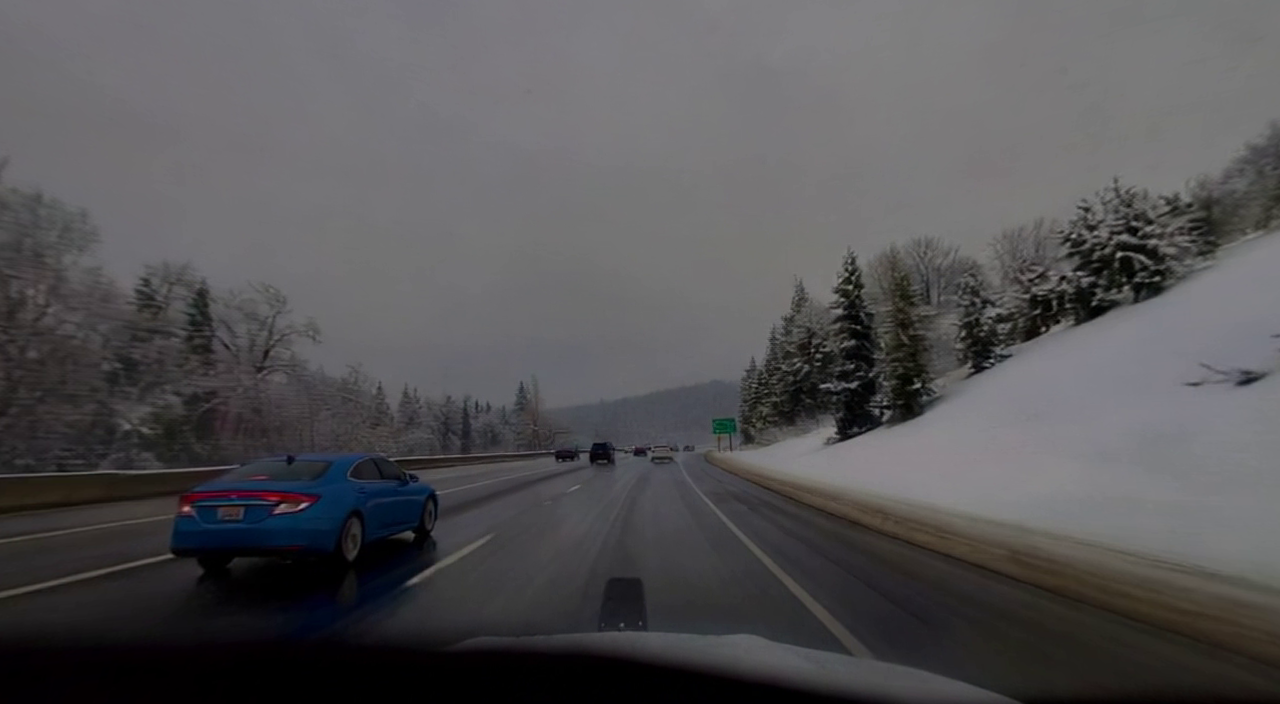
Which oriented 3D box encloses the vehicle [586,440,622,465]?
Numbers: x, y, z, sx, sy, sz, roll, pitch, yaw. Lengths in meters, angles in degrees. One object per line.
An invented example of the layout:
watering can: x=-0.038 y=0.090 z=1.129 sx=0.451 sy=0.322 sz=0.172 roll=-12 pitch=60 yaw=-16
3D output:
vehicle: x=-2.593 y=7.407 z=46.677 sx=2.071 sy=1.716 sz=4.363 roll=-1 pitch=-8 yaw=4

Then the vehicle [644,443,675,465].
vehicle: x=1.451 y=7.262 z=45.024 sx=2.113 sy=1.464 sz=4.073 roll=0 pitch=-8 yaw=3
